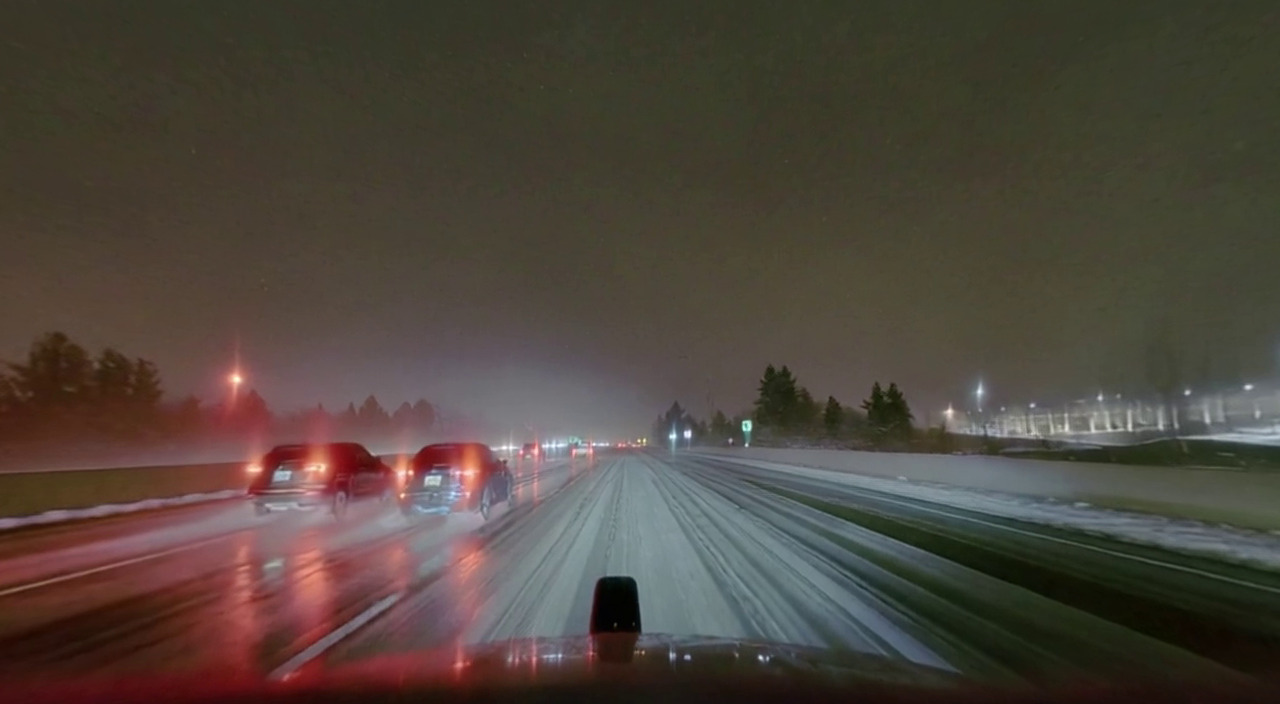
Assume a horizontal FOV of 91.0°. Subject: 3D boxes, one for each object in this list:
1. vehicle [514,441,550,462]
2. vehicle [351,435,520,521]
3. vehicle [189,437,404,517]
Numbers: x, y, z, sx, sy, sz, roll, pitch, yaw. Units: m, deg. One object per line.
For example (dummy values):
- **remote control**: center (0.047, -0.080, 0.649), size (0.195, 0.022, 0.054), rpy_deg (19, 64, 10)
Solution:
- **vehicle**: center (-8.262, 7.634, 48.558), size (1.924, 1.519, 4.791), rpy_deg (0, -8, 0)
- **vehicle**: center (-4.080, 2.558, 13.534), size (2.044, 1.479, 4.745), rpy_deg (-1, -8, 0)
- **vehicle**: center (-7.476, 2.734, 14.456), size (2.264, 1.492, 4.748), rpy_deg (-1, -8, 0)
